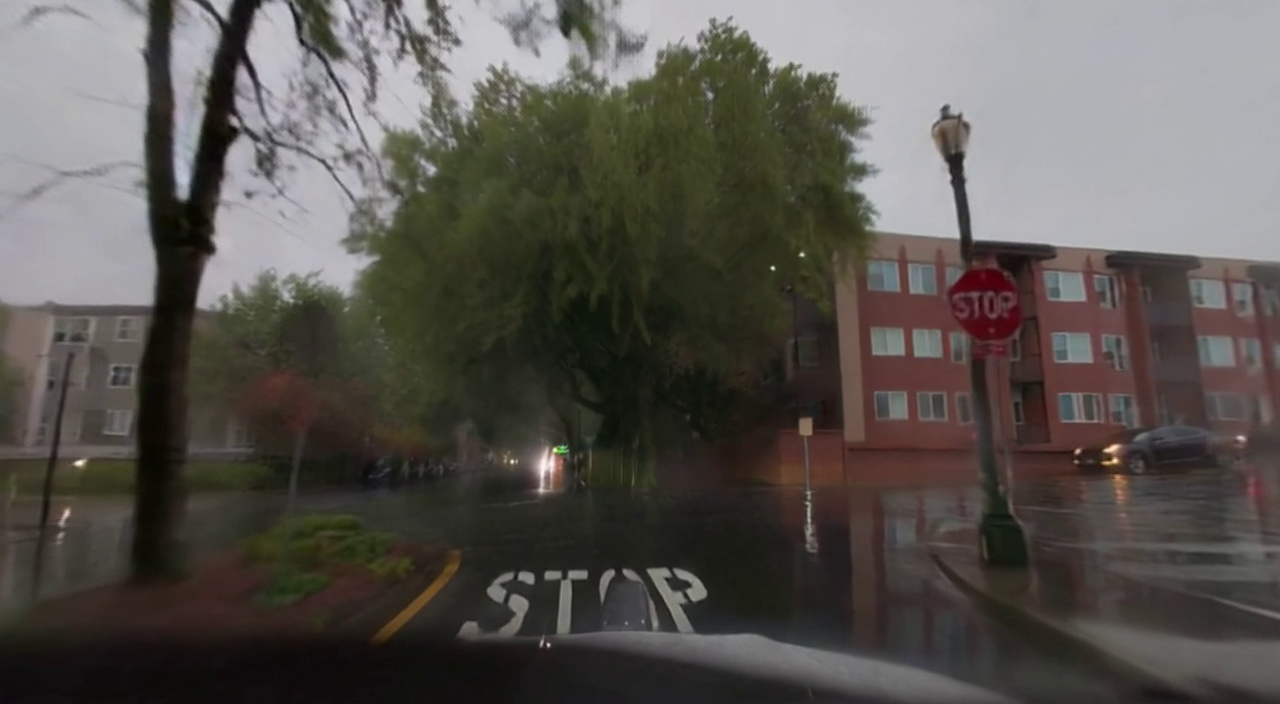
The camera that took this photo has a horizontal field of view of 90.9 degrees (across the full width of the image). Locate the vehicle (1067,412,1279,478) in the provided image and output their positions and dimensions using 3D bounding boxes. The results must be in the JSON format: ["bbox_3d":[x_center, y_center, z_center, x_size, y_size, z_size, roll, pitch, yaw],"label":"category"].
[{"bbox_3d":[18.433,3.283,22.027,5.213,1.850,2.126,-4,-10,4],"label":"vehicle"}]

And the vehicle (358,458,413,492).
[{"bbox_3d":[-13.565,6.537,33.821,2.027,1.475,4.522,1,-8,-13],"label":"vehicle"}]
